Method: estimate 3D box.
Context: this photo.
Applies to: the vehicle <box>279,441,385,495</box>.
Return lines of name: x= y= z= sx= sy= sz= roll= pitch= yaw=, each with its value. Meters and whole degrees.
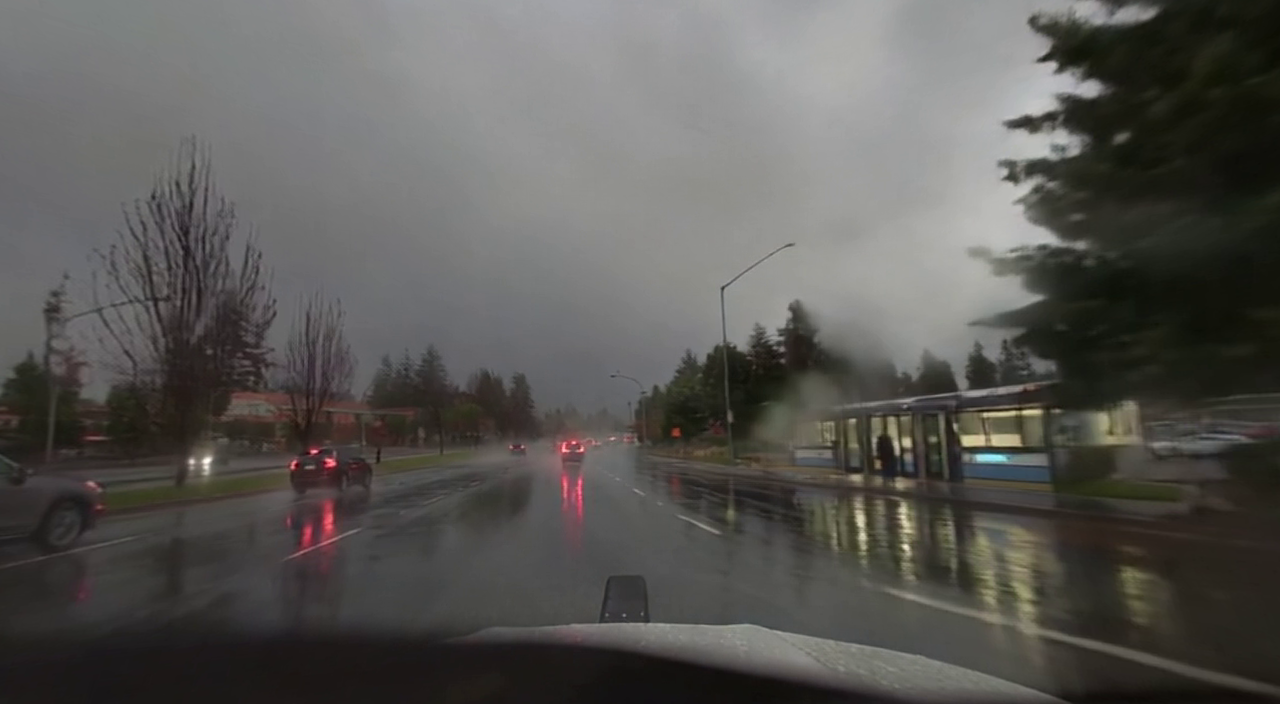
vehicle: x=-11.366 y=4.263 z=23.695 sx=2.097 sy=1.782 sz=4.682 roll=1 pitch=-8 yaw=-7

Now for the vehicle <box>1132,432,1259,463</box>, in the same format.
vehicle: x=28.344 y=4.893 z=32.411 sx=1.896 sy=1.459 sz=4.611 roll=1 pitch=-8 yaw=-10

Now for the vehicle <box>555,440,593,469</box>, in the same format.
vehicle: x=-4.344 y=6.702 z=41.466 sx=2.345 sy=1.803 sz=4.261 roll=1 pitch=-8 yaw=-6

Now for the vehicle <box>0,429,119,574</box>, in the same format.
vehicle: x=-8.757 y=1.732 z=7.047 sx=2.181 sy=1.728 sz=4.515 roll=0 pitch=-8 yaw=-4
